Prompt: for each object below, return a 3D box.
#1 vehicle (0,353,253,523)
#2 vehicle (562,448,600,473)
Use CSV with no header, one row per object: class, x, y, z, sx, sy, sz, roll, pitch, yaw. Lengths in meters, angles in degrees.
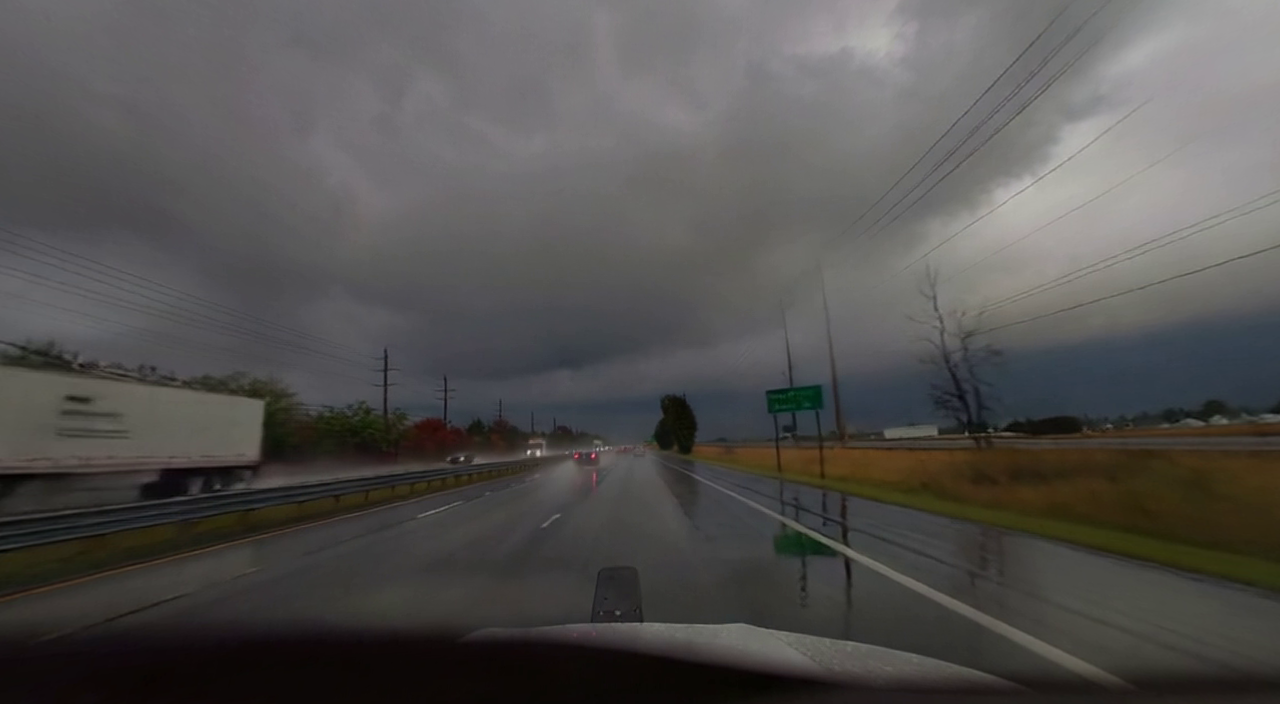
vehicle,-16.929,2.520,17.916,2.879,4.041,14.093,0,-9,-1
vehicle,-3.836,7.150,41.582,2.123,1.545,4.404,0,-9,0
